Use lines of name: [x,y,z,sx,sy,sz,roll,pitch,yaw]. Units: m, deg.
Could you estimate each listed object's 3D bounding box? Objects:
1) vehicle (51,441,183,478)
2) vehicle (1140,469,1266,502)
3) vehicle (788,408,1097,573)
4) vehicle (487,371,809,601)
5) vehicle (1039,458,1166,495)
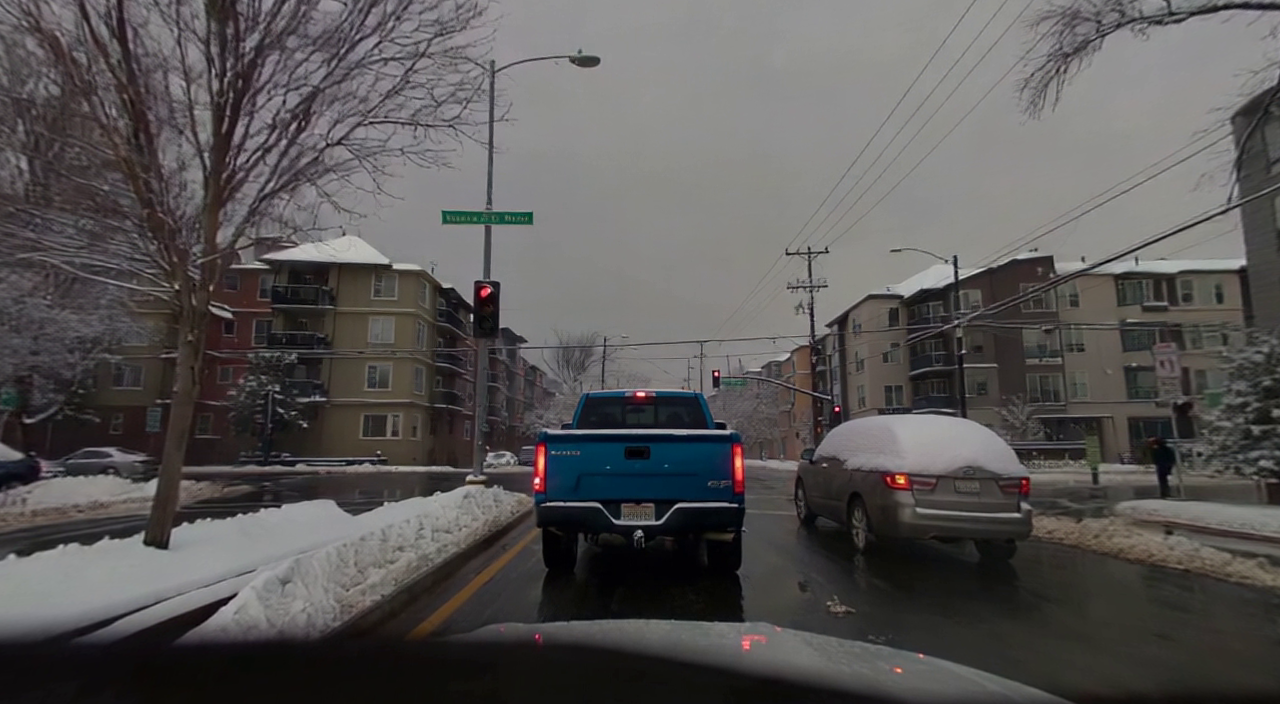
vehicle: [-24.851,5.107,30.066,4.563,1.692,1.778,0,-8,-2]
vehicle: [26.399,6.255,29.660,4.071,1.388,1.884,0,-8,1]
vehicle: [3.835,1.848,9.259,2.131,1.759,4.762,0,-8,0]
vehicle: [0.099,1.512,8.003,2.738,1.959,5.070,0,-8,1]
vehicle: [21.803,5.873,29.845,4.498,1.618,1.843,0,-8,0]
